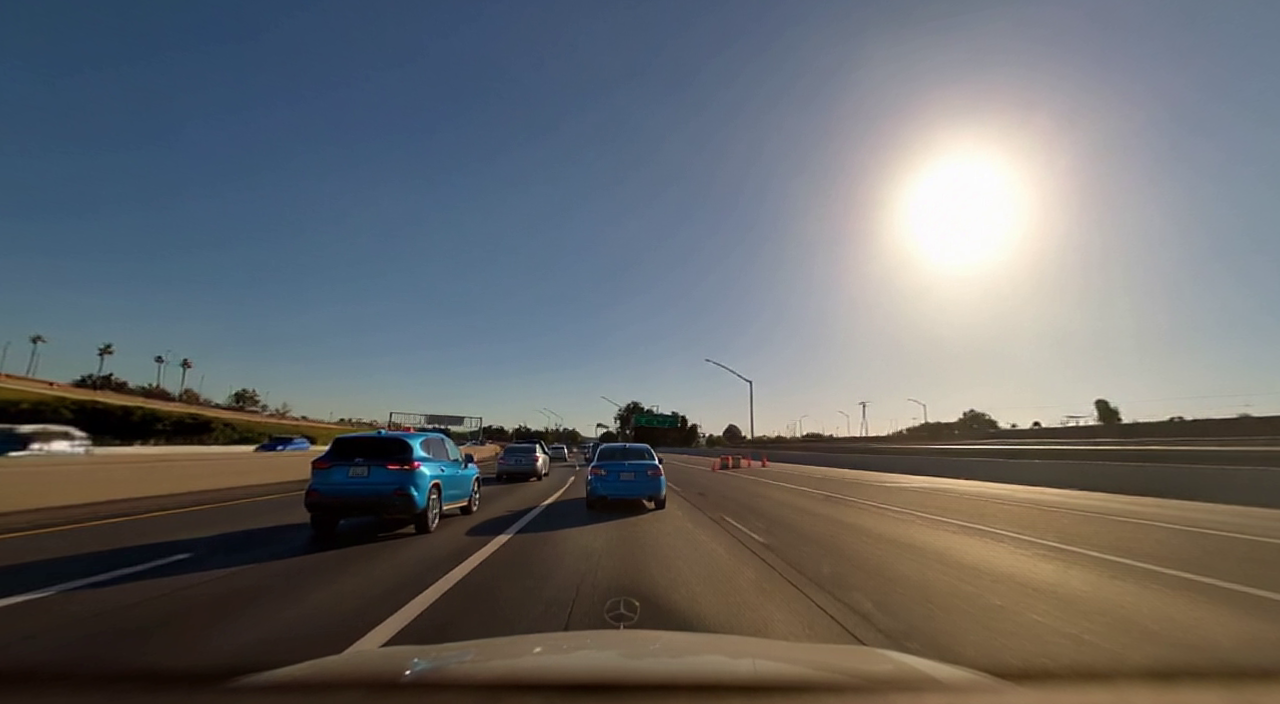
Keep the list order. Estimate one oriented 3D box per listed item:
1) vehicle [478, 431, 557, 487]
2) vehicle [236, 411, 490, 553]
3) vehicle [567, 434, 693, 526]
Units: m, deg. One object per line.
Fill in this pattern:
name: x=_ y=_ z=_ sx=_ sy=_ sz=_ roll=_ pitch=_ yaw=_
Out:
vehicle: x=-4.126 y=3.680 z=22.009 sx=1.982 sy=1.727 sz=4.057 roll=0 pitch=-9 yaw=-1
vehicle: x=-3.854 y=1.879 z=9.764 sx=2.025 sy=1.708 sz=4.089 roll=0 pitch=-9 yaw=0
vehicle: x=-0.223 y=2.392 z=12.389 sx=2.069 sy=1.484 sz=3.982 roll=0 pitch=-9 yaw=-2
